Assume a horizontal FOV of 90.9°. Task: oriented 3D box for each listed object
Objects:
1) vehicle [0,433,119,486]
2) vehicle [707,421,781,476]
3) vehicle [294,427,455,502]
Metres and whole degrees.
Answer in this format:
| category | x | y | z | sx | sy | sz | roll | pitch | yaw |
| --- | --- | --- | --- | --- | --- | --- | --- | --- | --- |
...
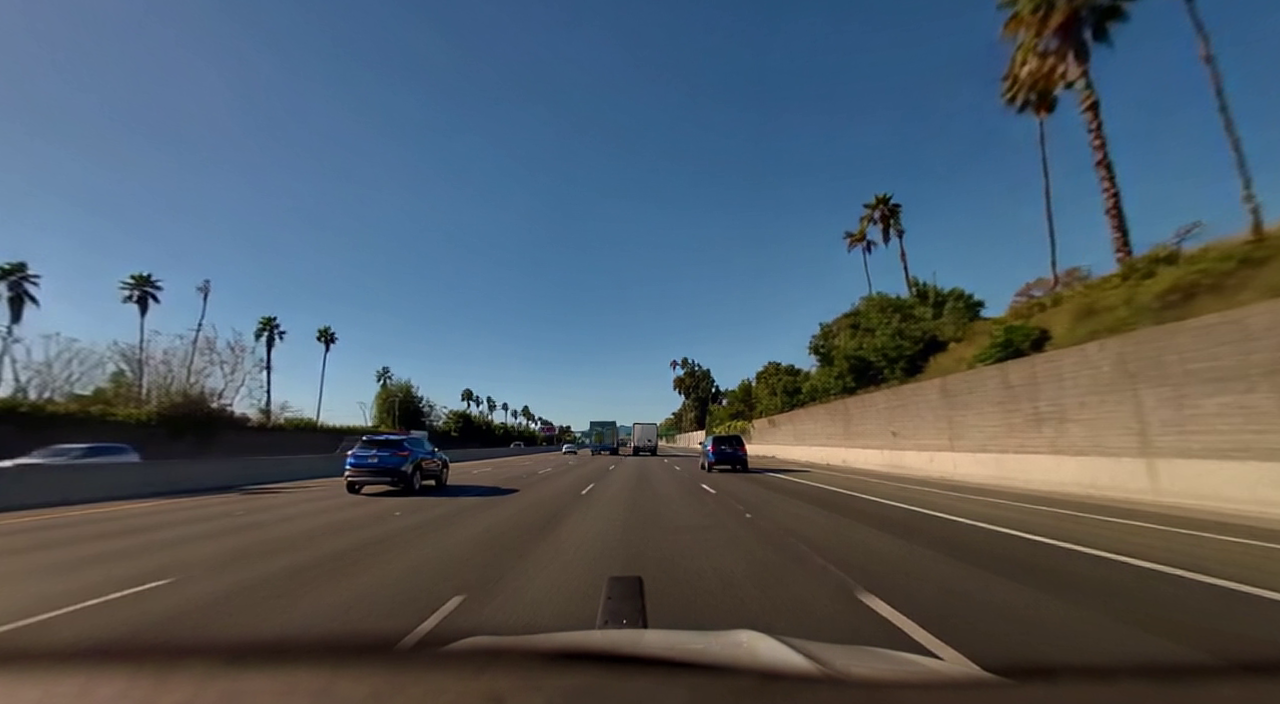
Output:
| category | x | y | z | sx | sy | sz | roll | pitch | yaw |
| --- | --- | --- | --- | --- | --- | --- | --- | --- | --- |
| vehicle | -20.706 | 3.626 | 21.583 | 1.994 | 1.618 | 4.288 | 0 | -8 | 1 |
| vehicle | 4.424 | 4.225 | 27.772 | 2.408 | 2.210 | 4.999 | 0 | -8 | 0 |
| vehicle | -7.071 | 3.036 | 17.540 | 2.289 | 1.774 | 4.871 | 0 | -8 | 1 |
